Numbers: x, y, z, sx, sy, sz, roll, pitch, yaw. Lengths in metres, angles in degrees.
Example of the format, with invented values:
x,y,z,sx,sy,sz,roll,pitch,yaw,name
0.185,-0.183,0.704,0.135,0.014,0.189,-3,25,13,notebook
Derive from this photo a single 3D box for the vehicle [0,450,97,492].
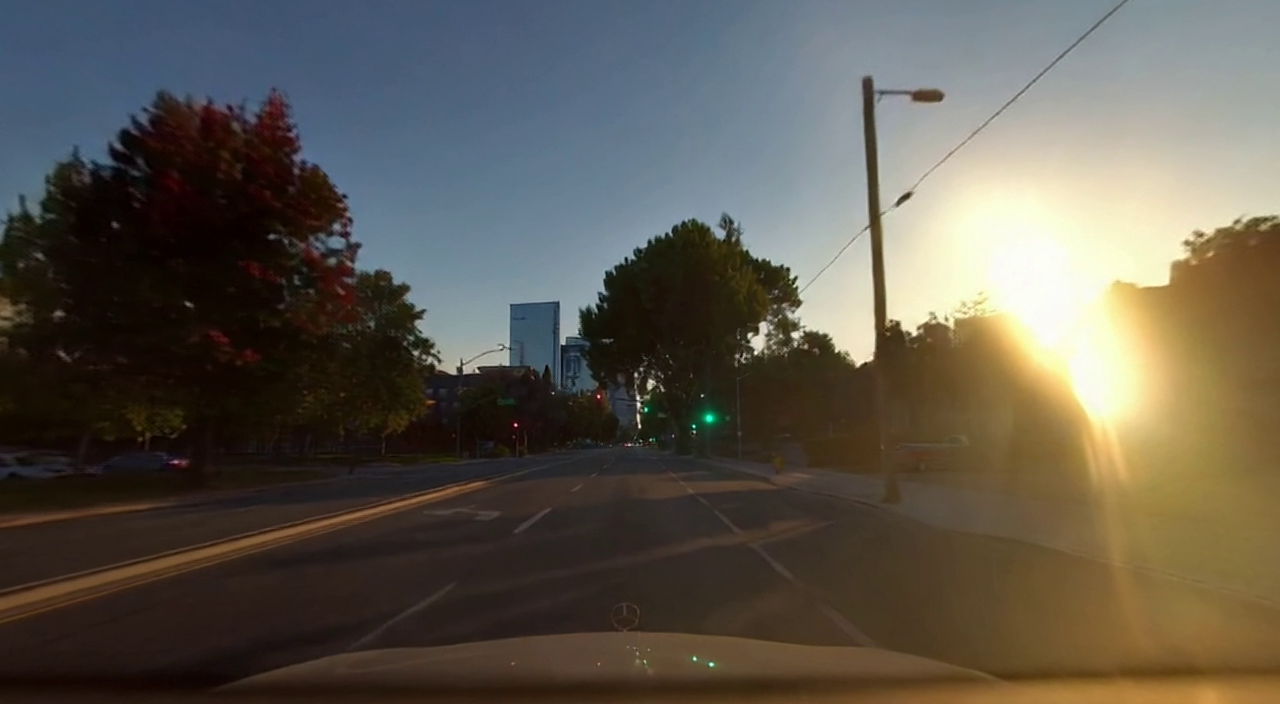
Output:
x,y,z,sx,sy,sz,roll,pitch,yaw,name
-24.402,4.624,24.756,4.281,1.515,2.026,0,-8,-1,vehicle
